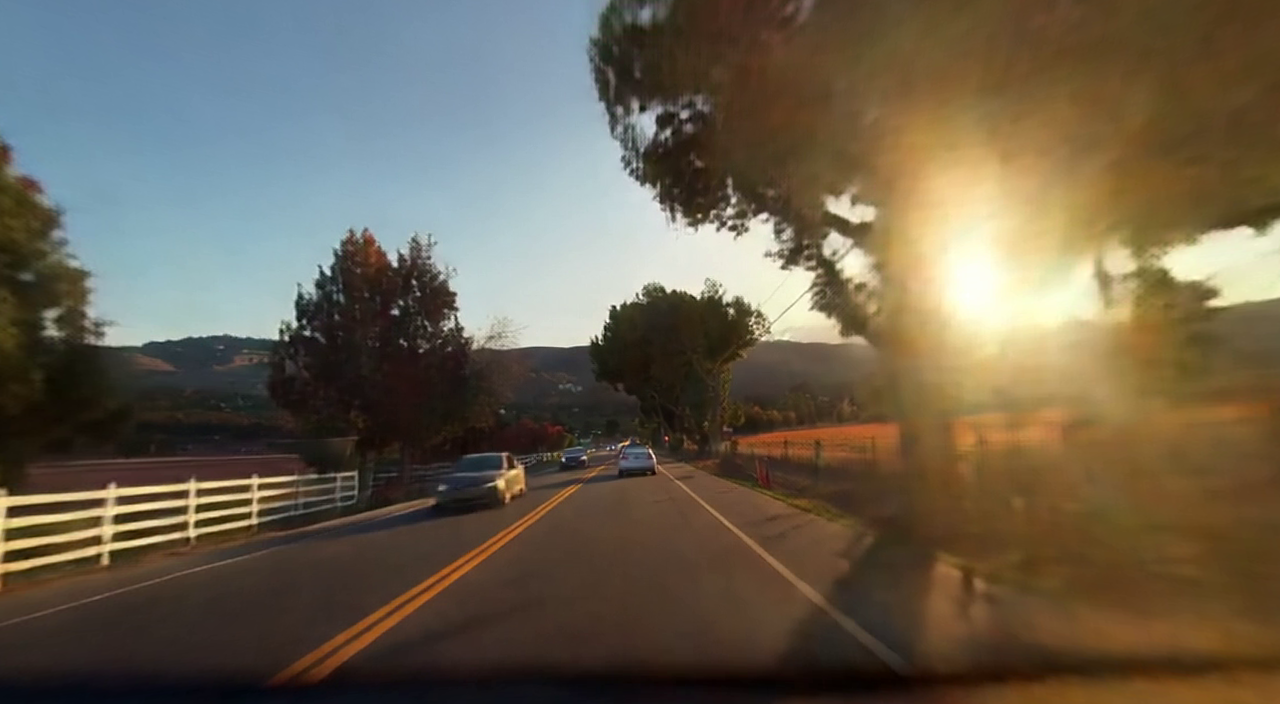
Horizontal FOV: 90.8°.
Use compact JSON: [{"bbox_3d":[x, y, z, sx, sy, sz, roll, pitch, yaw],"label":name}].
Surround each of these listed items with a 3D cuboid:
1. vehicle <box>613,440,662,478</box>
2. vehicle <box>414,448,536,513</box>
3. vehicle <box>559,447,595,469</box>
[{"bbox_3d":[-0.123,5.061,30.086,2.158,1.669,4.006,0,-9,-1],"label":"vehicle"},{"bbox_3d":[-4.234,3.335,17.030,2.092,1.490,4.422,0,-9,0],"label":"vehicle"},{"bbox_3d":[-4.551,7.690,46.133,2.107,1.534,4.752,0,-9,1],"label":"vehicle"}]
